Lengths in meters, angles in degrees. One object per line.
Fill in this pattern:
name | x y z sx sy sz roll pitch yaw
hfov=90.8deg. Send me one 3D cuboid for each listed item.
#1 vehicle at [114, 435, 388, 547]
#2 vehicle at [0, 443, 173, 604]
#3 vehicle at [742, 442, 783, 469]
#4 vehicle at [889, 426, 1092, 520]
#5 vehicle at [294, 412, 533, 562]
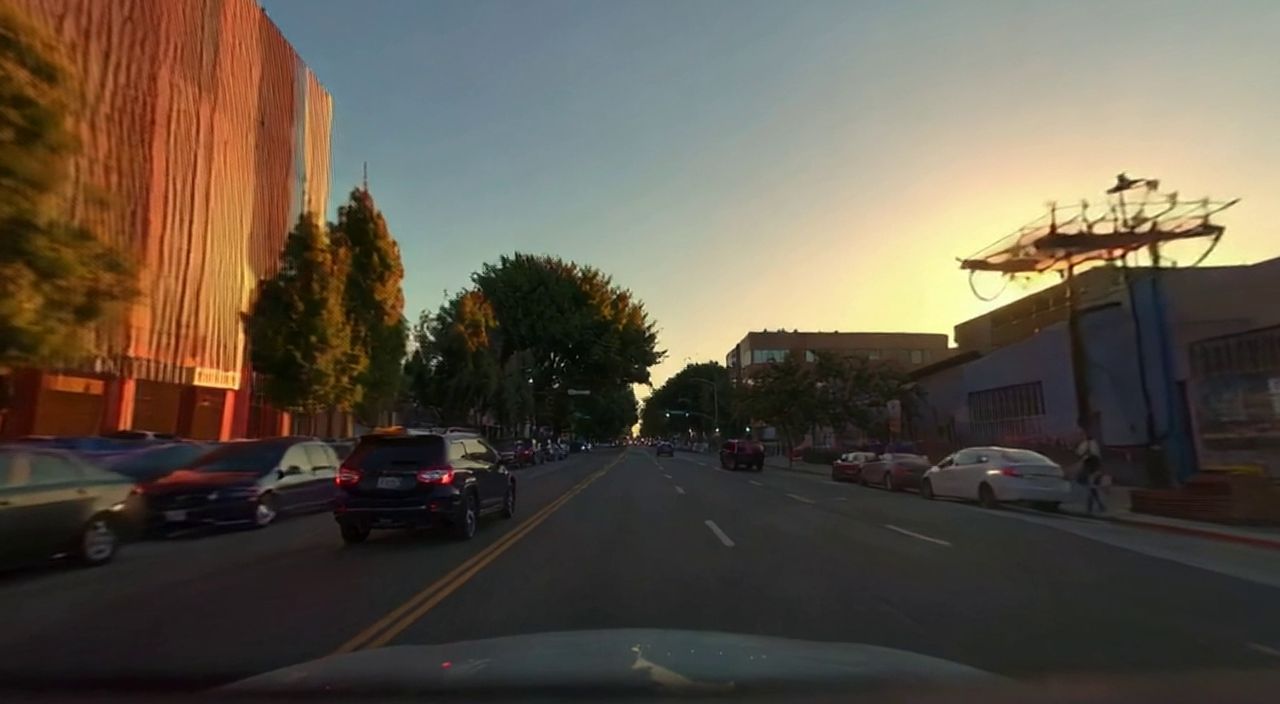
vehicle | -6.801 2.437 11.942 2.071 1.631 4.936 0 -8 -1
vehicle | -6.878 1.591 5.792 1.832 1.488 4.405 0 -8 0
vehicle | 9.294 7.883 48.278 2.129 1.929 5.537 -1 -8 1
vehicle | 9.183 3.201 17.404 2.249 2.117 5.743 0 -8 0
vehicle | -3.066 1.920 9.739 2.002 1.756 4.366 -1 -8 1
